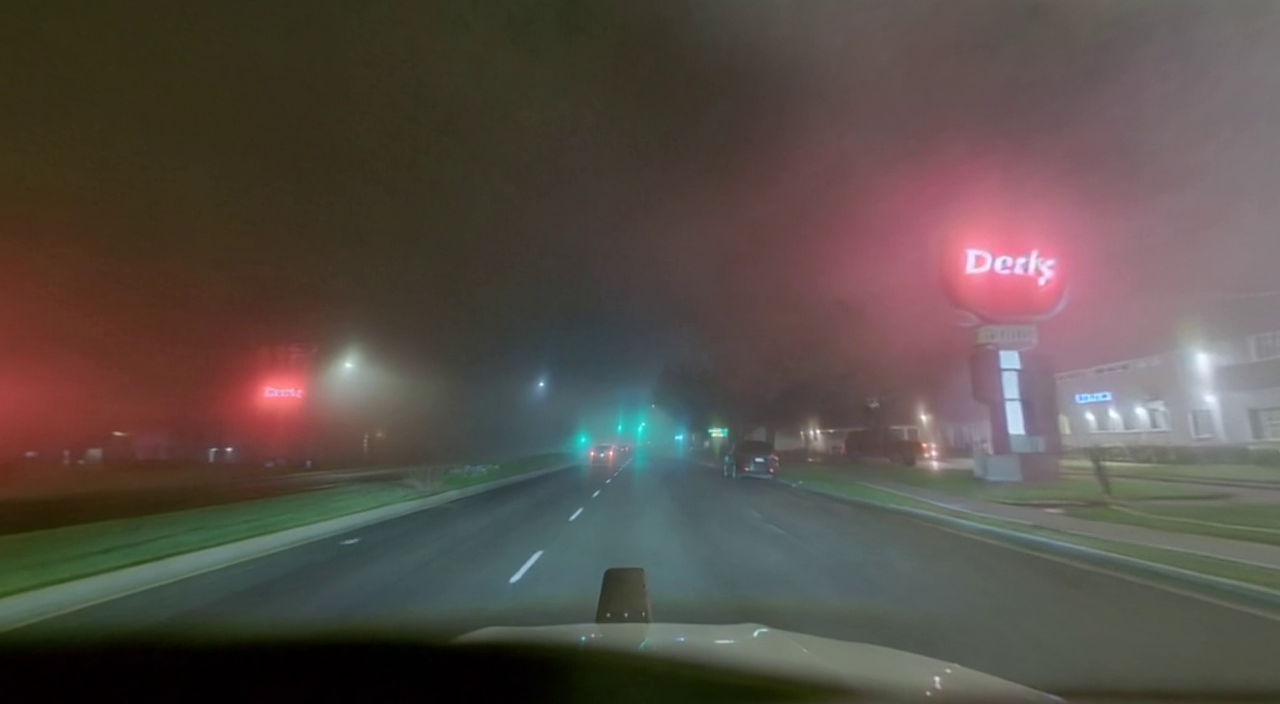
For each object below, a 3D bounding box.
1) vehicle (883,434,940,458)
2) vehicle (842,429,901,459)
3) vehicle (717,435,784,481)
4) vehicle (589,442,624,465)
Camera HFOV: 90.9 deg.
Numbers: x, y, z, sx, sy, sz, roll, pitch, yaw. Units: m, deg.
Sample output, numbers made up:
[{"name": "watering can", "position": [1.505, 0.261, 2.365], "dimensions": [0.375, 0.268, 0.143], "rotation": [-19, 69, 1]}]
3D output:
[{"name": "vehicle", "position": [17.812, 6.201, 41.564], "dimensions": [1.953, 1.488, 4.129], "rotation": [0, -8, 1]}, {"name": "vehicle", "position": [15.036, 6.041, 41.217], "dimensions": [2.202, 1.822, 4.978], "rotation": [-1, -8, 3]}, {"name": "vehicle", "position": [4.534, 4.416, 26.577], "dimensions": [2.067, 1.755, 4.616], "rotation": [0, -8, 1]}, {"name": "vehicle", "position": [-2.336, 7.211, 44.890], "dimensions": [2.176, 1.543, 4.335], "rotation": [0, -8, 1]}]
